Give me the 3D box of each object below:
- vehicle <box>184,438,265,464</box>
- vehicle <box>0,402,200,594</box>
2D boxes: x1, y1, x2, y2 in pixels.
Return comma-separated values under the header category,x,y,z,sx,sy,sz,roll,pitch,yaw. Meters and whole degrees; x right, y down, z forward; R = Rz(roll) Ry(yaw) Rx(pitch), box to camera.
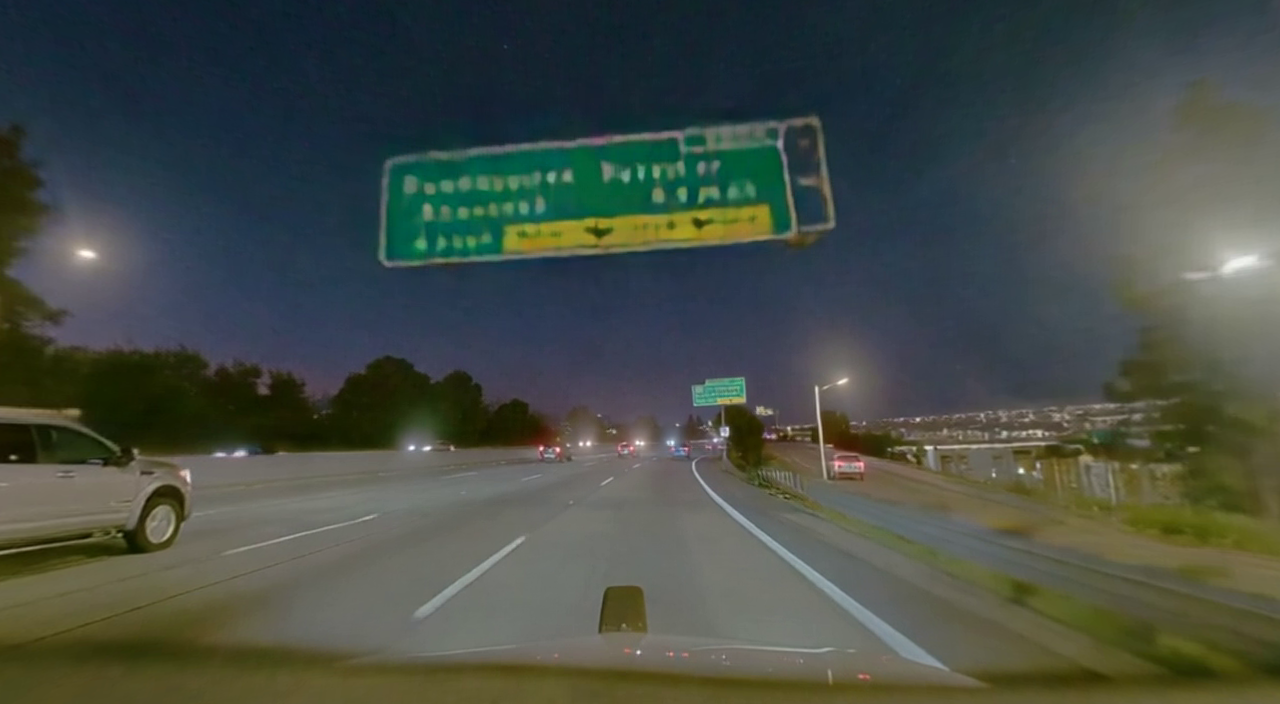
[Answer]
category,x,y,z,sx,sy,sz,roll,pitch,yaw
vehicle,-29.026,6.933,44.246,1.974,1.668,4.911,-1,-8,6
vehicle,-6.459,1.243,5.350,1.923,1.630,4.857,0,-8,0
